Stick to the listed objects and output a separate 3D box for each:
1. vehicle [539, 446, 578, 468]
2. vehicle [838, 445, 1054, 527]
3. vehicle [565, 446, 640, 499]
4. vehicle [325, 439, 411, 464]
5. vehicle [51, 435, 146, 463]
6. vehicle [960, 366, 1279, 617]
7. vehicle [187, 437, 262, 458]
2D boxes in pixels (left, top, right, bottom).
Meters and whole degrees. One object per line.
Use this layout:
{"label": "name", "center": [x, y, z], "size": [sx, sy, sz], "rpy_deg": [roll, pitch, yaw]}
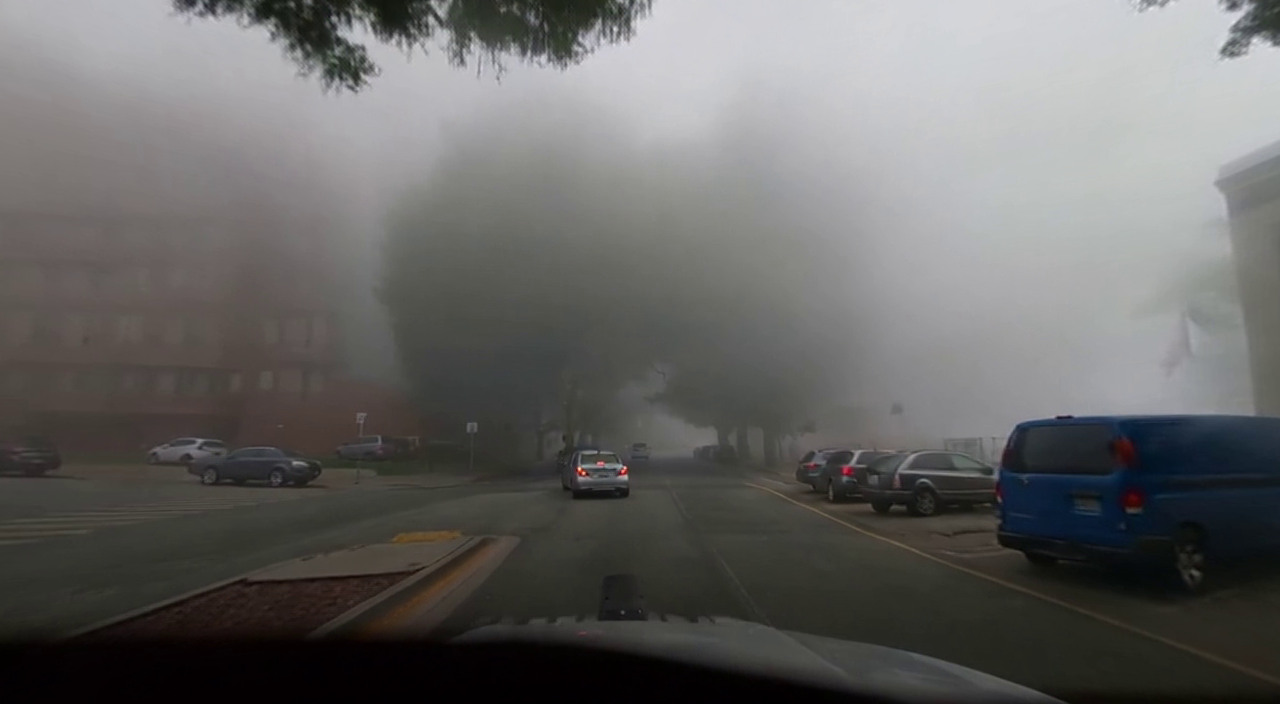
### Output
{"label": "vehicle", "center": [-5.885, 7.659, 46.137], "size": [2.049, 1.490, 4.501], "rpy_deg": [0, -8, 3]}
{"label": "vehicle", "center": [6.485, 2.731, 13.401], "size": [4.097, 1.476, 1.864], "rpy_deg": [4, -9, -25]}
{"label": "vehicle", "center": [-1.241, 3.710, 19.916], "size": [2.065, 1.450, 4.522], "rpy_deg": [1, -9, -5]}
{"label": "vehicle", "center": [-18.336, 6.729, 42.769], "size": [4.892, 1.679, 1.927], "rpy_deg": [1, -9, -6]}
{"label": "vehicle", "center": [-31.776, 5.683, 37.115], "size": [3.915, 1.574, 1.850], "rpy_deg": [0, -9, 3]}
{"label": "vehicle", "center": [6.733, 1.502, 7.610], "size": [5.385, 2.146, 2.143], "rpy_deg": [4, -9, -25]}
{"label": "vehicle", "center": [-31.861, 7.332, 48.535], "size": [4.410, 1.611, 1.880], "rpy_deg": [0, -9, -1]}
